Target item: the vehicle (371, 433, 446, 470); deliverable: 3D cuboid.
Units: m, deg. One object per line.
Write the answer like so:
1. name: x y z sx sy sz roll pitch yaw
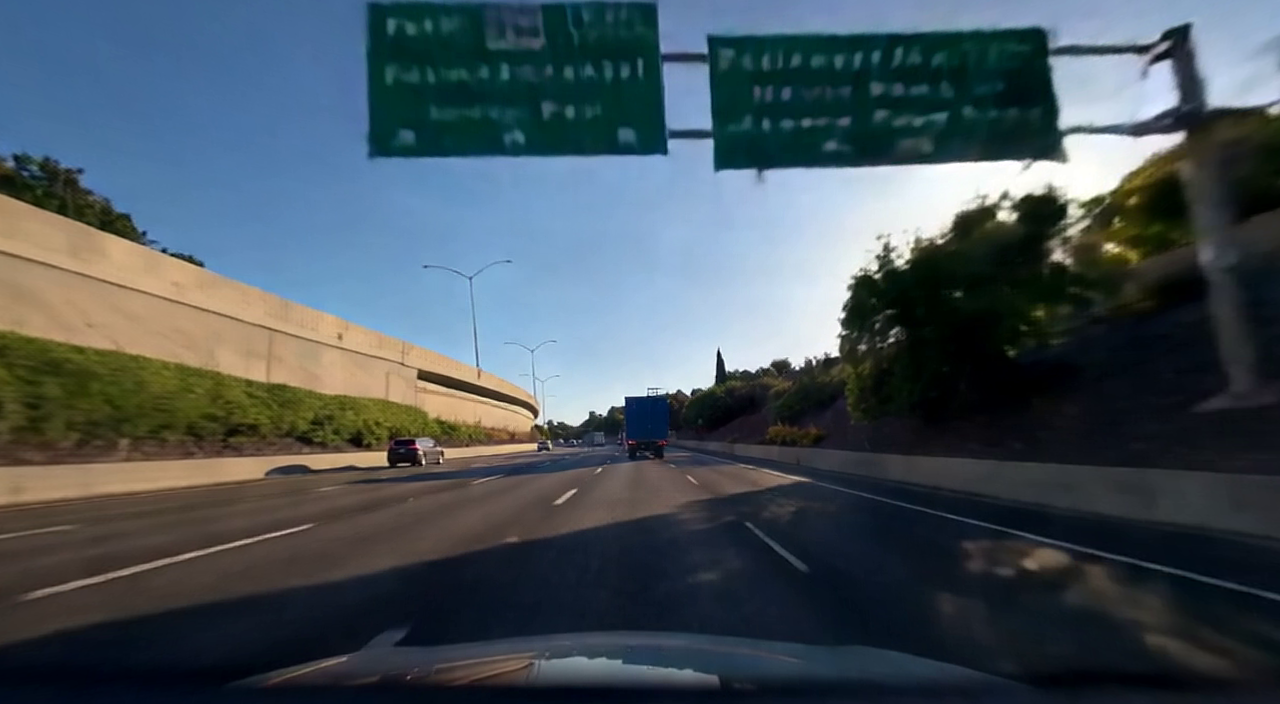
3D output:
1. vehicle: -10.761 4.661 29.699 1.919 1.625 4.183 0 -8 0

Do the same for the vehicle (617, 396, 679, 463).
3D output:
1. vehicle: 0.238 5.052 40.192 3.233 3.678 11.032 0 -8 -3

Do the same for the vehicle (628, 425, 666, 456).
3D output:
1. vehicle: 0.345 5.186 36.971 2.052 1.666 4.358 0 -8 -1
